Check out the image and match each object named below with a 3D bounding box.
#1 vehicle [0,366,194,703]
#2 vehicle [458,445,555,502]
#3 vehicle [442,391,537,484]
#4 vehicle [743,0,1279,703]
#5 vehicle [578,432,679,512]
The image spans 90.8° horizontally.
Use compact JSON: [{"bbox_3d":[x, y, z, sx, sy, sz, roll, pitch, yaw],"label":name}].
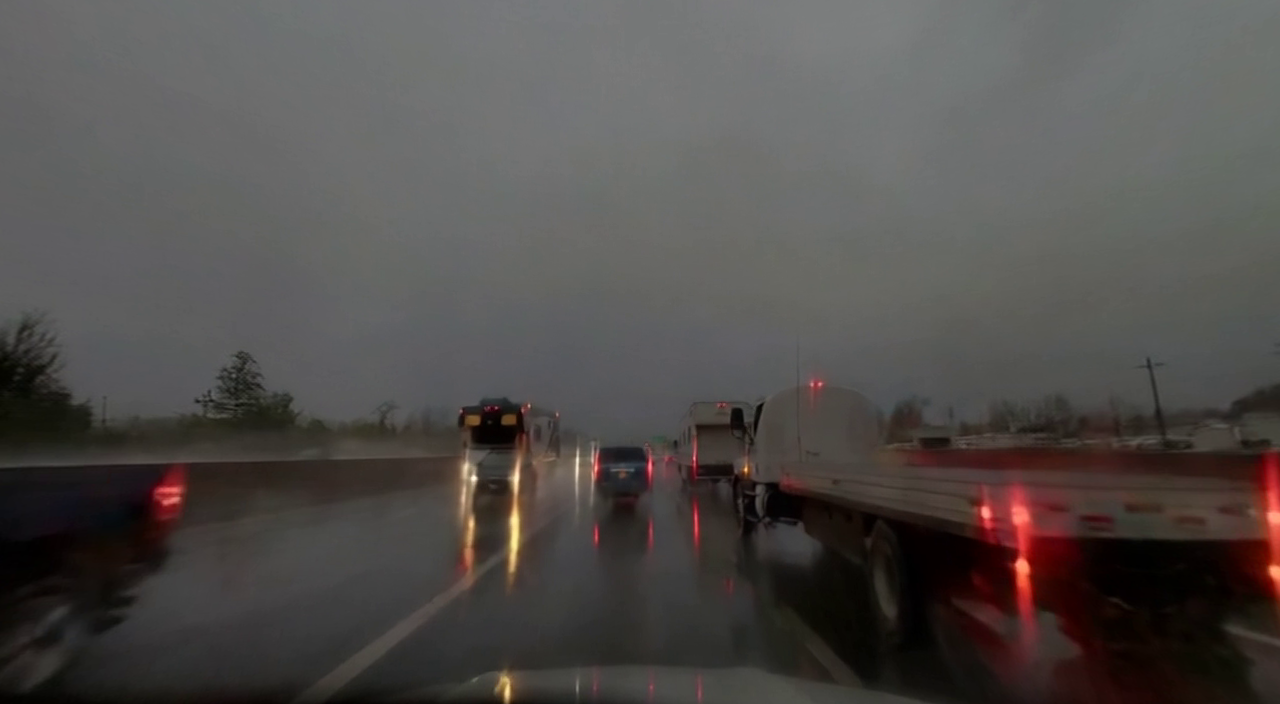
[{"bbox_3d":[-3.970,0.800,2.015,2.074,1.717,4.089,0,-9,-1],"label":"vehicle"},{"bbox_3d":[-3.825,3.544,18.799,1.980,1.499,3.944,0,-9,1],"label":"vehicle"},{"bbox_3d":[-6.923,4.113,30.057,3.008,3.987,5.871,0,-9,0],"label":"vehicle"},{"bbox_3d":[2.897,-0.668,0.293,2.934,4.123,15.785,0,-9,0],"label":"vehicle"},{"bbox_3d":[-0.280,2.928,15.856,2.201,1.719,4.058,0,-9,-1],"label":"vehicle"}]
